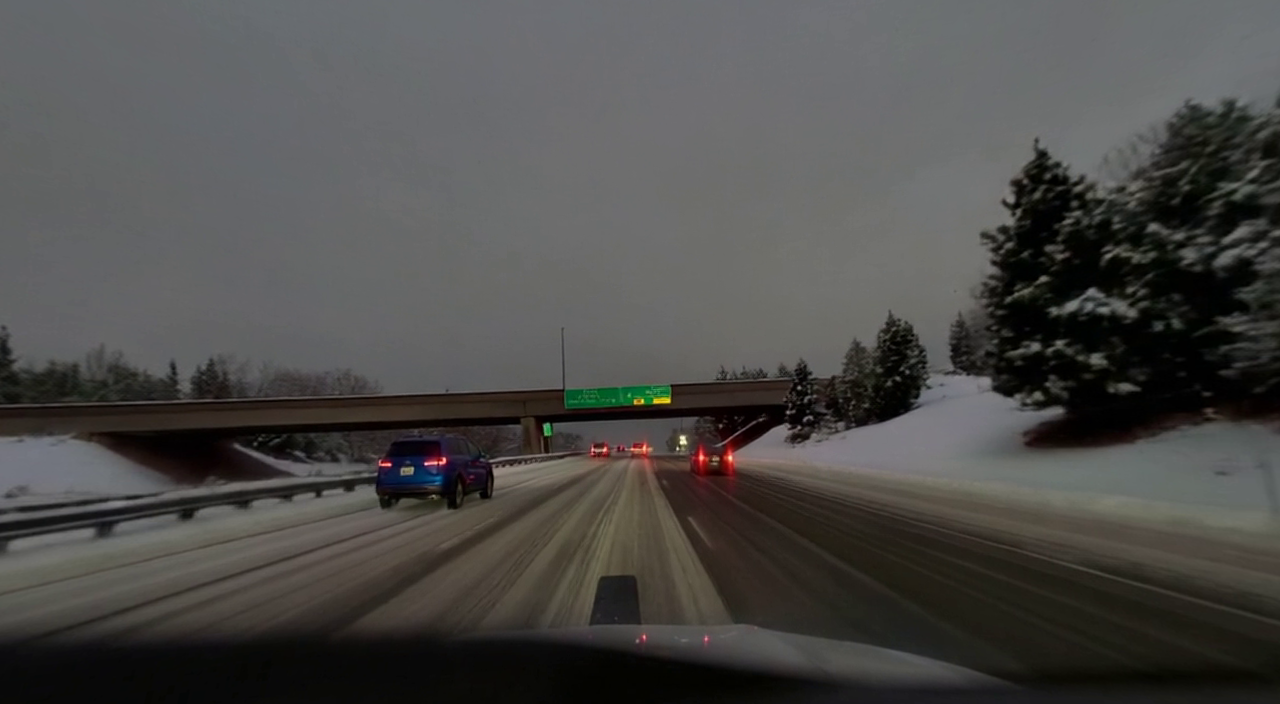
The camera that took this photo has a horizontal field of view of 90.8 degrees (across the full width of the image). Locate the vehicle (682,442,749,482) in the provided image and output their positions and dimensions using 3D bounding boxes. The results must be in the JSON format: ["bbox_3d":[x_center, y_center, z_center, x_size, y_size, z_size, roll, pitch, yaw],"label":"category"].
[{"bbox_3d":[2.897,4.324,25.192,2.083,1.453,4.307,0,-8,-1],"label":"vehicle"}]

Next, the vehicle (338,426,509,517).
[{"bbox_3d":[-4.401,2.495,13.666,2.193,1.641,4.077,0,-8,0],"label":"vehicle"}]
